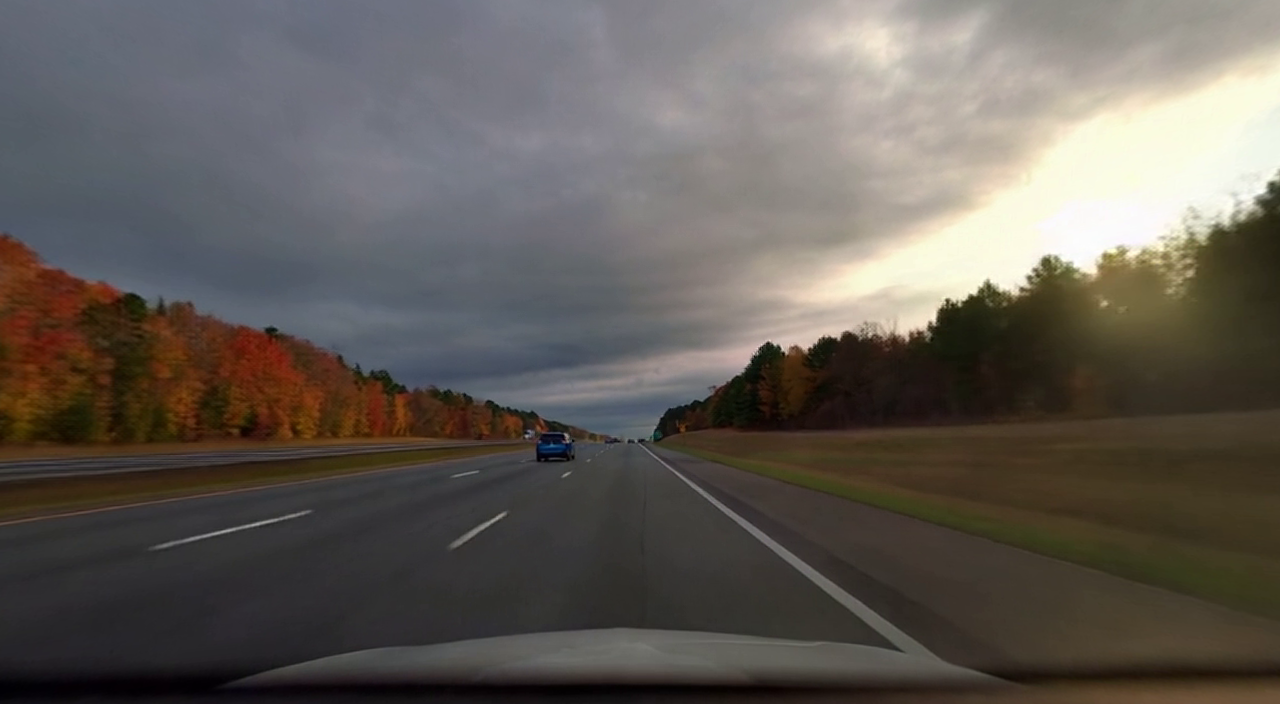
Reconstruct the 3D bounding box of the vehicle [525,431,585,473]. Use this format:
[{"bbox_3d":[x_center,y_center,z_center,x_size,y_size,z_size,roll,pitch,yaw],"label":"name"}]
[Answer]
[{"bbox_3d":[-3.594,4.304,27.385,2.057,1.666,4.552,0,-8,-1],"label":"vehicle"}]
